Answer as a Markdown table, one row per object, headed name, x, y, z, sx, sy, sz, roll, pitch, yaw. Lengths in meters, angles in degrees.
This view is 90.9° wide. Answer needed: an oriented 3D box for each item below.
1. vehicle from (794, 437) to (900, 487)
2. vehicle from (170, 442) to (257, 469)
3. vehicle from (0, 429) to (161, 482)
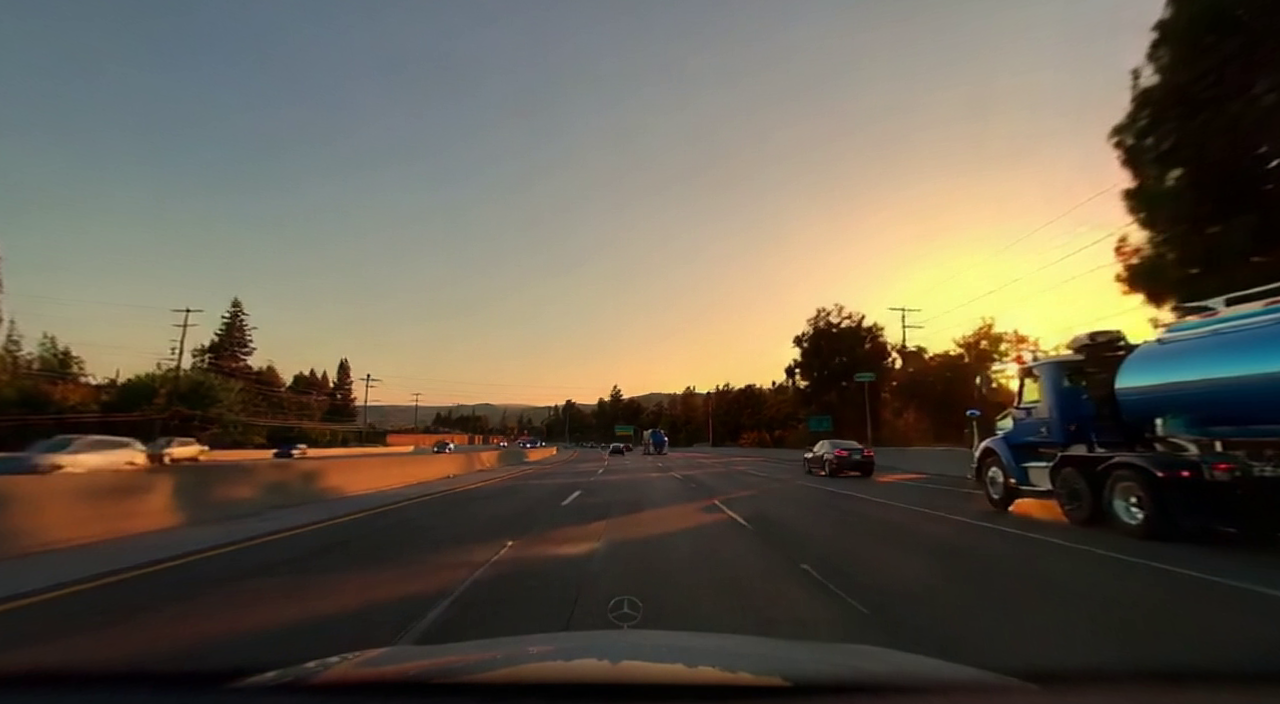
| name | x | y | z | sx | sy | sz | roll | pitch | yaw |
| --- | --- | --- | --- | --- | --- | --- | --- | --- | --- |
| vehicle | 6.806 | 3.656 | 21.358 | 1.905 | 1.480 | 4.624 | 0 | -8 | -2 |
| vehicle | -25.347 | 6.162 | 37.711 | 2.173 | 1.484 | 4.570 | 0 | -8 | -2 |
| vehicle | -21.411 | 3.959 | 24.318 | 2.046 | 1.806 | 4.883 | 0 | -8 | -1 |
